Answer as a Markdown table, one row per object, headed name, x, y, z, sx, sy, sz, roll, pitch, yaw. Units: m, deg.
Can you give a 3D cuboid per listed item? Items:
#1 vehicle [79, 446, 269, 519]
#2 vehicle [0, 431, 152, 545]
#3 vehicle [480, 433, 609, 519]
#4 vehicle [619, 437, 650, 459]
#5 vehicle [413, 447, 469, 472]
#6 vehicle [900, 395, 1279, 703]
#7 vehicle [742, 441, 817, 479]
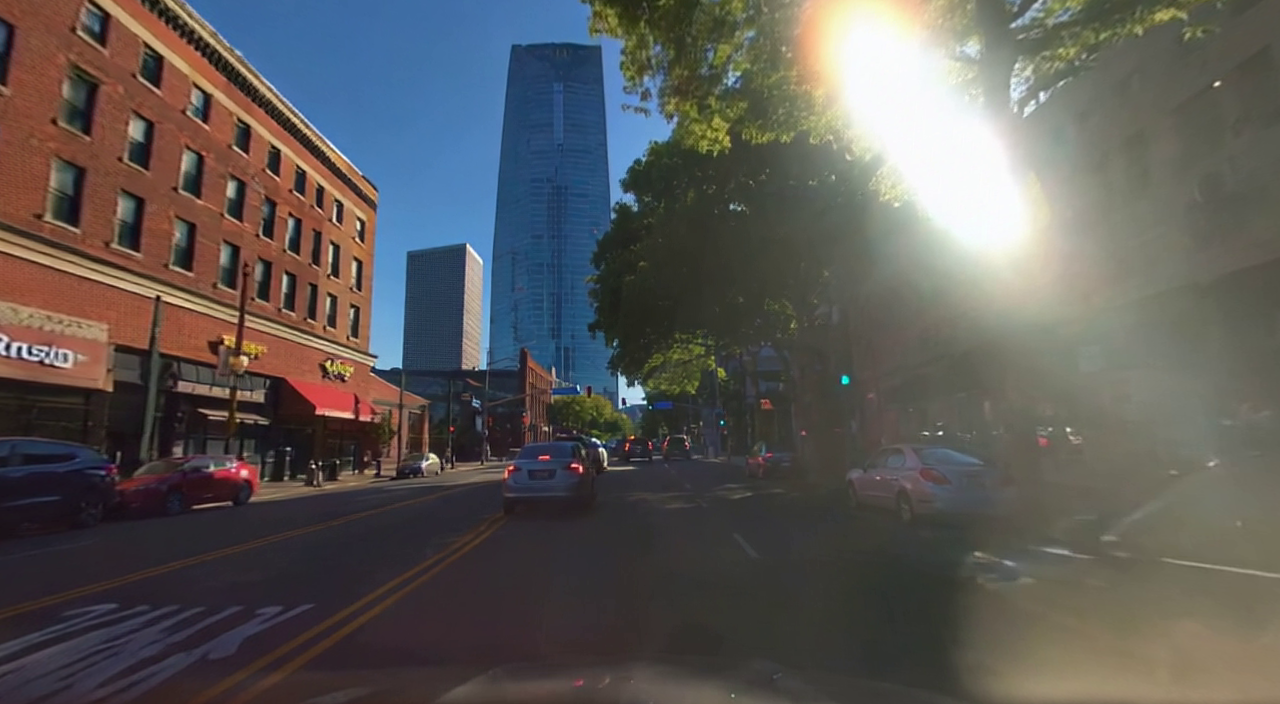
| name | x | y | z | sx | sy | sz | roll | pitch | yaw |
| --- | --- | --- | --- | --- | --- | --- | --- | --- | --- |
| vehicle | -12.812 | 3.559 | 17.812 | 2.000 | 1.708 | 4.494 | -2 | -8 | -1 |
| vehicle | -12.758 | 2.525 | 11.820 | 2.384 | 2.044 | 6.030 | 0 | -8 | 0 |
| vehicle | -1.881 | 2.443 | 13.009 | 2.169 | 1.427 | 4.531 | 1 | -8 | -7 |
| vehicle | -0.422 | 6.918 | 45.501 | 2.102 | 1.521 | 4.078 | 0 | -8 | -2 |
| vehicle | -12.903 | 6.988 | 41.157 | 2.075 | 1.472 | 4.638 | -1 | -8 | 1 |
| vehicle | 2.600 | 0.819 | 1.368 | 2.150 | 1.464 | 4.467 | 0 | -8 | 0 |
| vehicle | 5.661 | 4.447 | 26.249 | 1.956 | 1.446 | 4.537 | 0 | -8 | -2 |
